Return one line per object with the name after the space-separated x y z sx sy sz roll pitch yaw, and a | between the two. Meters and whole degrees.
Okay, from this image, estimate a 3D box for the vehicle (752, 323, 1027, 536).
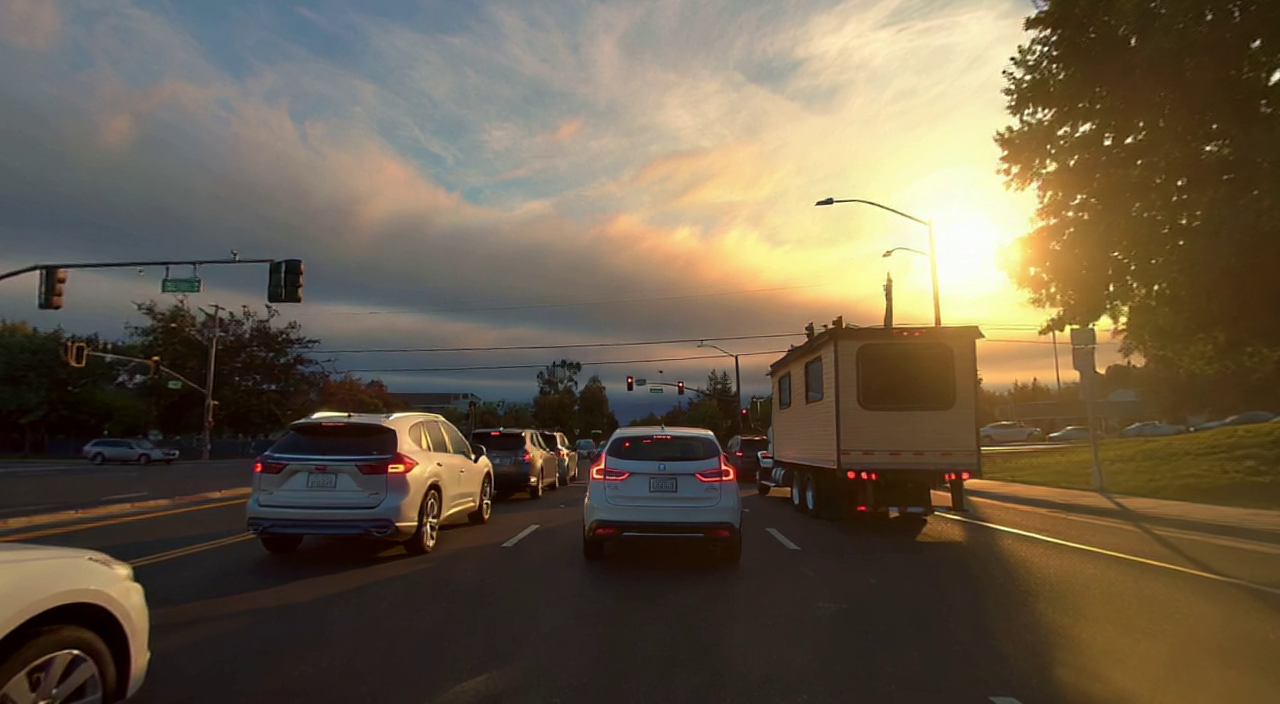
3.690 1.393 10.989 2.531 2.750 5.595 0 -9 1 | vehicle

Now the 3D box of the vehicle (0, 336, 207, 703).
-3.432 0.670 1.474 1.952 1.730 4.116 0 -9 -1 | vehicle

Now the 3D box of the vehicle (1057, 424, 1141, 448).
33.191 6.130 45.860 4.671 1.595 1.824 -5 -10 31 | vehicle

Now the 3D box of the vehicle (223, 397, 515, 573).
-3.265 1.712 8.841 2.085 1.812 4.388 0 -9 0 | vehicle

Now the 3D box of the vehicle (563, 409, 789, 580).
0.357 1.704 8.314 2.189 1.649 4.171 0 -9 0 | vehicle
